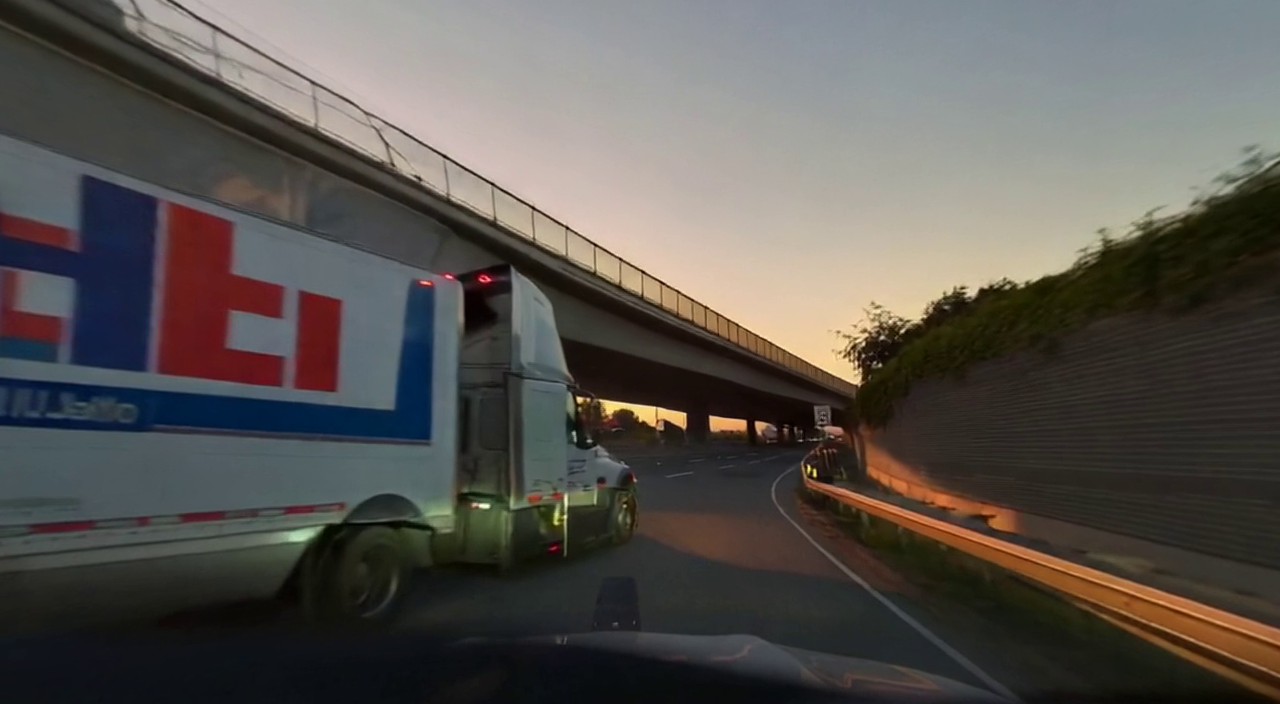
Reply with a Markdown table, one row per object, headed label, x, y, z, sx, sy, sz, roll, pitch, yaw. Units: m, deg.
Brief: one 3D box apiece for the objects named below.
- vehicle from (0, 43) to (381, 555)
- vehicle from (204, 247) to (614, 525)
| label | x | y | z | sx | sy | sz | roll | pitch | yaw |
| --- | --- | --- | --- | --- | --- | --- | --- | --- | --- |
| vehicle | -6.586 | -0.419 | 5.627 | 2.796 | 4.184 | 8.554 | -1 | -8 | 17 |
| vehicle | -3.769 | 1.158 | 14.517 | 2.997 | 4.029 | 10.500 | -2 | -8 | 17 |
